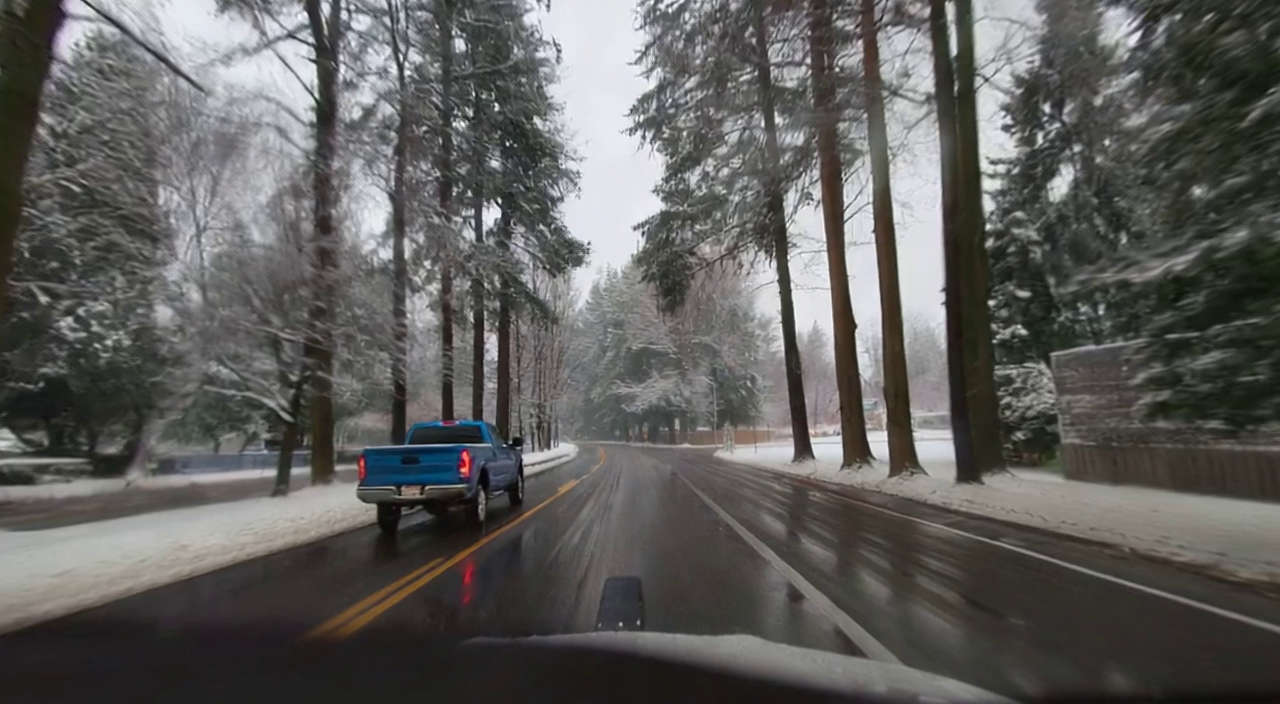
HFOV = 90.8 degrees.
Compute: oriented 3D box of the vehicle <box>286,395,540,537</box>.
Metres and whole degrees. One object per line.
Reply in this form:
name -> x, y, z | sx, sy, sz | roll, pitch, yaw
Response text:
vehicle -> -3.502, 1.970, 11.572 | 2.267, 1.849, 6.402 | 0, -8, 0
